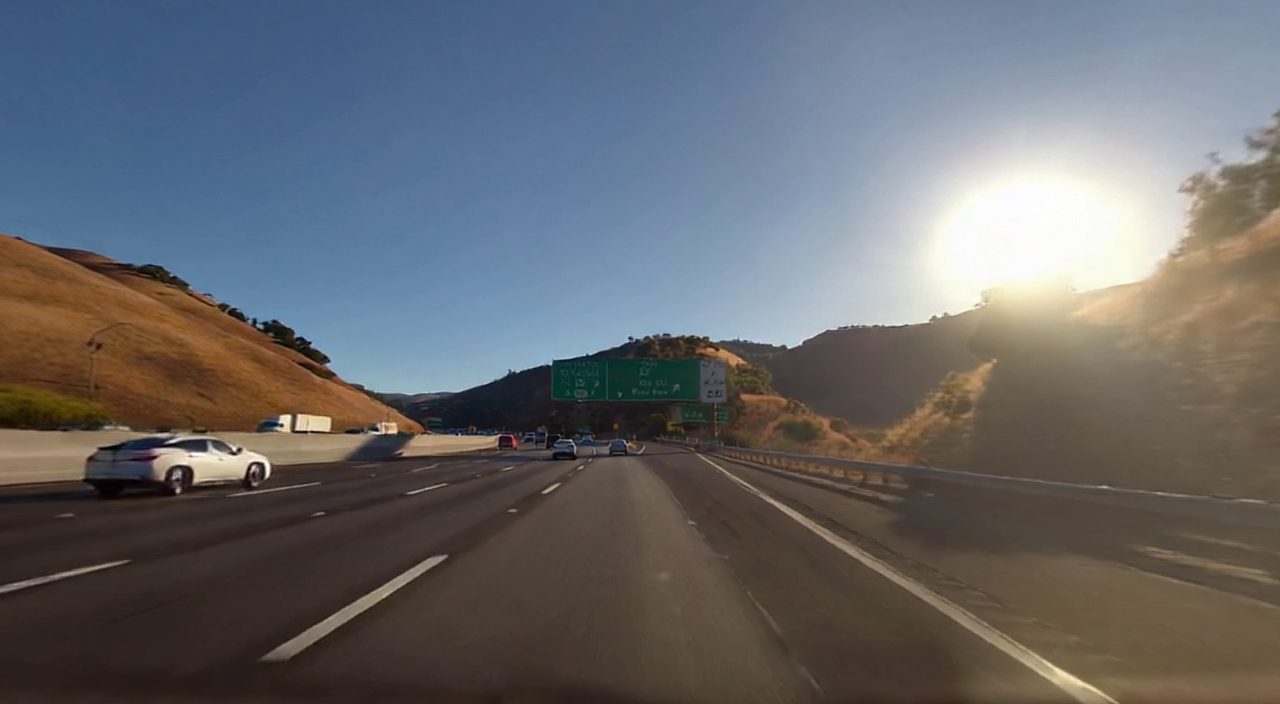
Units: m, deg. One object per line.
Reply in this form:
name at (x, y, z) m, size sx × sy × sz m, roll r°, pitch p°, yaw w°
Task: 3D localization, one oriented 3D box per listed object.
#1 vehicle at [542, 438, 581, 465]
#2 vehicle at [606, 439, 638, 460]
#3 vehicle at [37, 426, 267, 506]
vehicle at (-5.092, 6.509, 41.370) m, size 2.060 × 1.631 × 4.214 m, roll 0°, pitch -9°, yaw -1°
vehicle at (-1.438, 7.679, 49.566) m, size 2.421 × 1.594 × 4.248 m, roll 0°, pitch -9°, yaw -2°
vehicle at (-11.504, 2.710, 15.382) m, size 2.047 × 1.645 × 4.451 m, roll 0°, pitch -9°, yaw 0°
